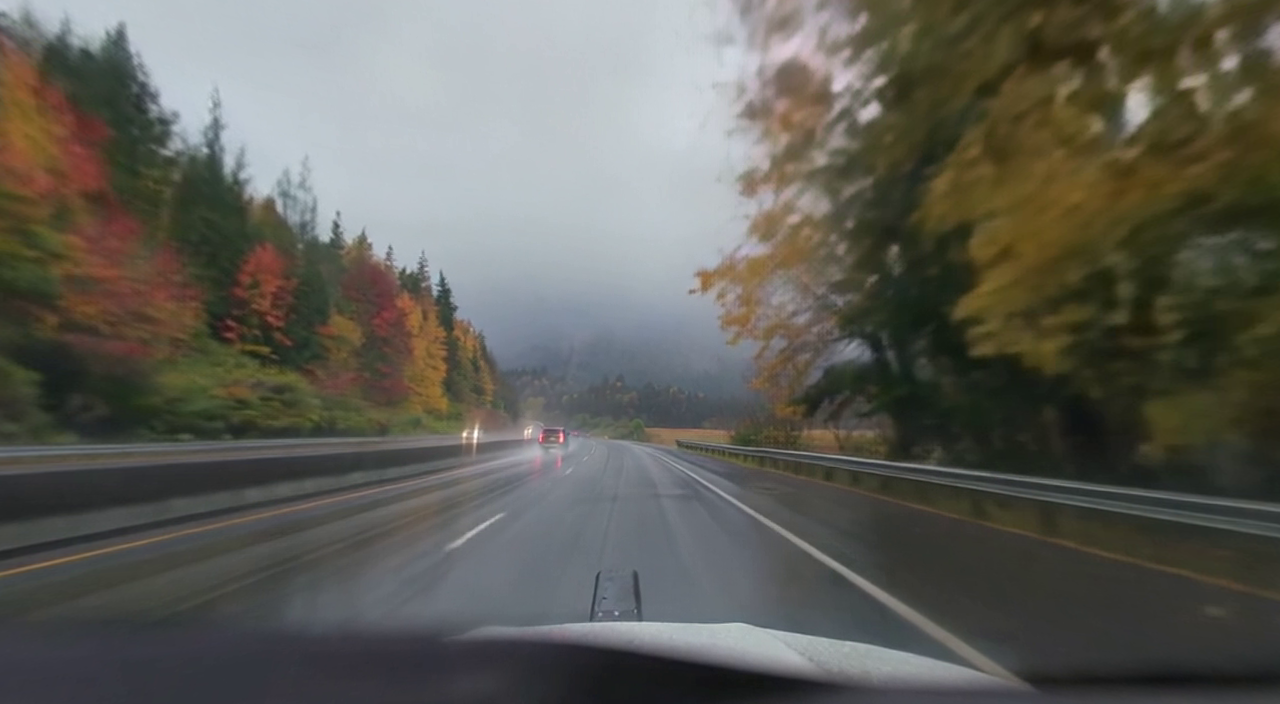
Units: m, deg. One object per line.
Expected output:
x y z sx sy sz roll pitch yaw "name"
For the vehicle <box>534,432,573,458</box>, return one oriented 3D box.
-5.461 5.937 40.189 2.073 1.559 4.393 0 -8 -2 "vehicle"
